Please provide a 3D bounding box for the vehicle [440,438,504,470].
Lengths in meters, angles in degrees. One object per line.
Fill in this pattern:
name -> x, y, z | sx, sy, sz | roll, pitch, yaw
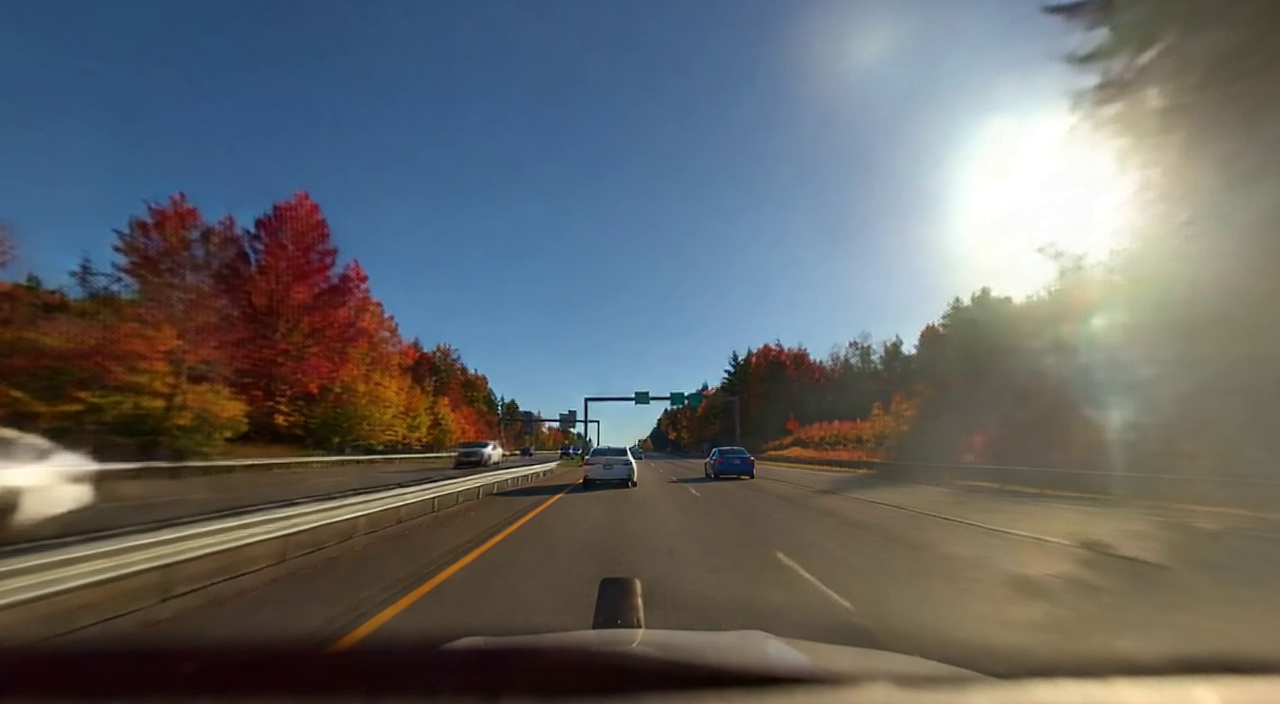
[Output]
vehicle -> -9.554, 5.859, 36.088 | 2.512, 1.641, 4.748 | 0, -9, -1

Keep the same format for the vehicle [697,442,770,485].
vehicle -> 3.710, 4.527, 25.676 | 2.300, 1.595, 4.144 | -1, -9, 0

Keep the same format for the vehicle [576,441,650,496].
vehicle -> -0.797, 3.692, 20.220 | 2.128, 1.516, 4.410 | 0, -9, -1
